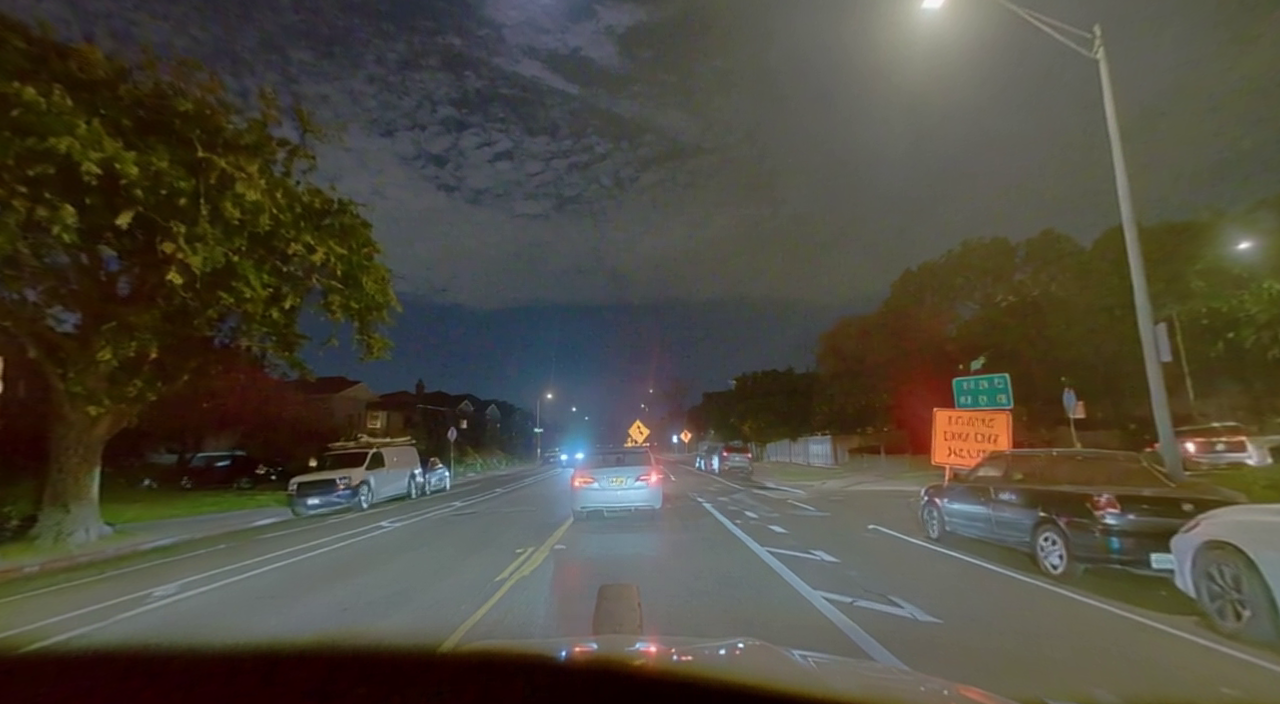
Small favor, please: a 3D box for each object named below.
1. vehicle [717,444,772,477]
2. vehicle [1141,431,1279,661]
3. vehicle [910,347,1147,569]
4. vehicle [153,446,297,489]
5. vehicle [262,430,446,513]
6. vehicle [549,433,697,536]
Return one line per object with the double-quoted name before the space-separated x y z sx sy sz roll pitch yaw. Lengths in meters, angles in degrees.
"vehicle" 4.921 5.151 30.159 1.985 1.481 4.116 0 -9 1
"vehicle" 5.102 1.076 2.840 1.864 1.480 4.587 0 -9 -1
"vehicle" 5.272 1.449 8.973 1.409 2.648 2.645 1 -8 -4
"vehicle" -16.629 4.620 25.399 4.468 1.517 1.796 -1 -9 -2
"vehicle" -8.148 3.462 18.903 2.659 2.047 6.014 0 -8 0
"vehicle" -0.235 2.241 11.252 2.151 1.481 4.084 0 -9 0
